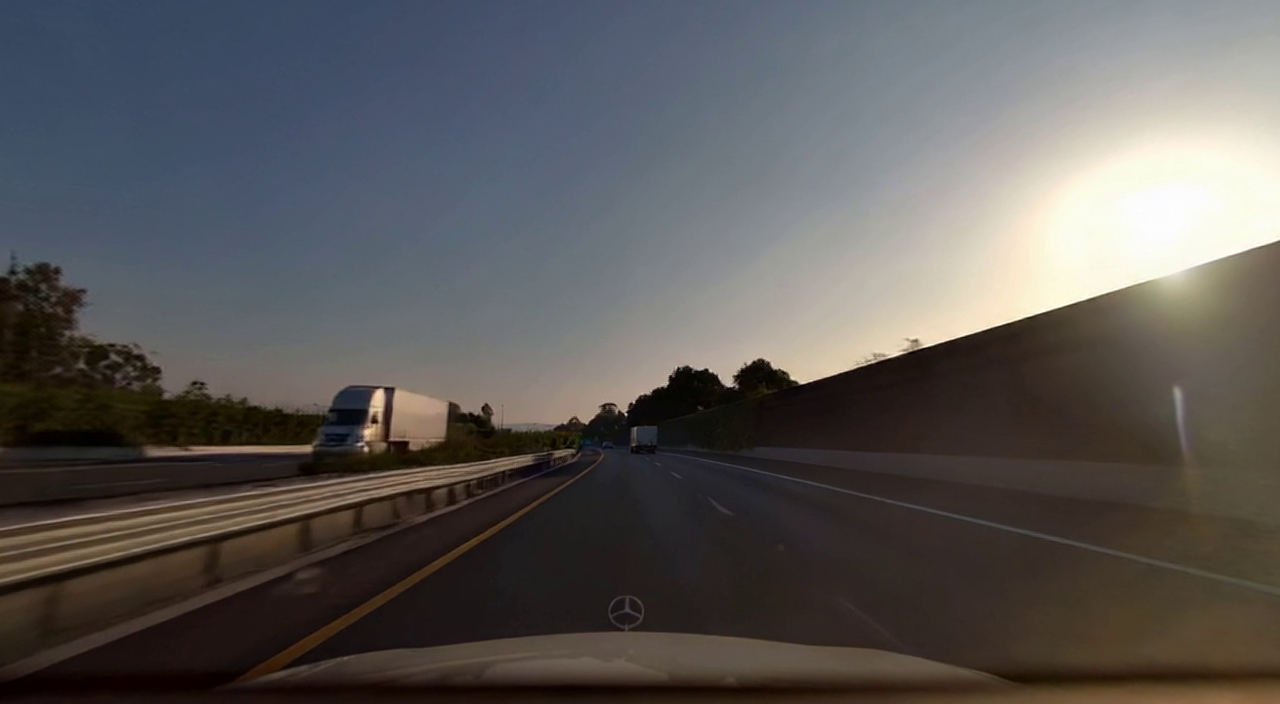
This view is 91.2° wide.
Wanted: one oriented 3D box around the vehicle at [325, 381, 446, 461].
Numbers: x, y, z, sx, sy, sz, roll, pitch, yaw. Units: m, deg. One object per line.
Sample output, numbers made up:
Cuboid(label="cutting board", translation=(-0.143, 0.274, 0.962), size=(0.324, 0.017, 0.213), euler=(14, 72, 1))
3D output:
Cuboid(label="vehicle", translation=(-16.645, 4.785, 42.727), size=(3.039, 4.546, 13.279), euler=(1, -7, -2))
